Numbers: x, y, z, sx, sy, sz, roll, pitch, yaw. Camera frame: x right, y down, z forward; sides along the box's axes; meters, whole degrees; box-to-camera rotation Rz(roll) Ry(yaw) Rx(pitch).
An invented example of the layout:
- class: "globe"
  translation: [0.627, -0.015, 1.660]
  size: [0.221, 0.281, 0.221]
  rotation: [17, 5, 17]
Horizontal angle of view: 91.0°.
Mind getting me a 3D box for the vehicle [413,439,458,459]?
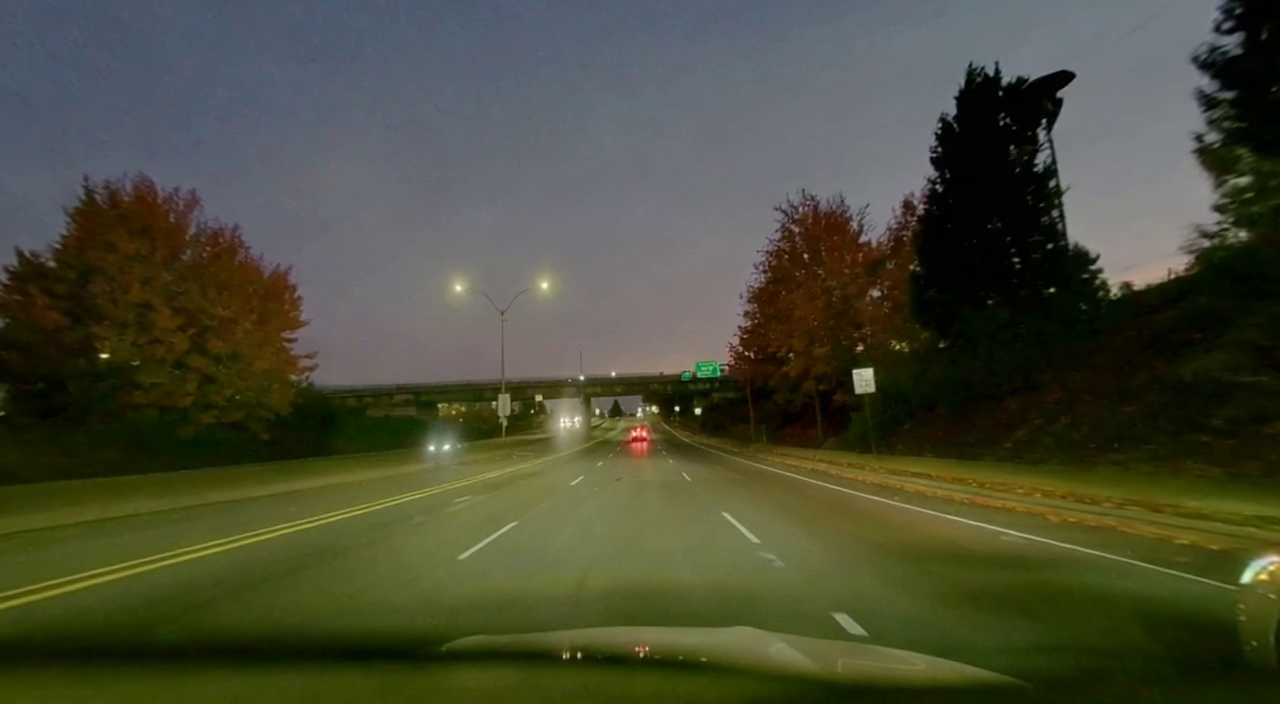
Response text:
- class: "vehicle"
  translation: [-15.517, 7.403, 48.073]
  size: [1.907, 1.488, 4.286]
  rotation: [-1, -9, 2]
